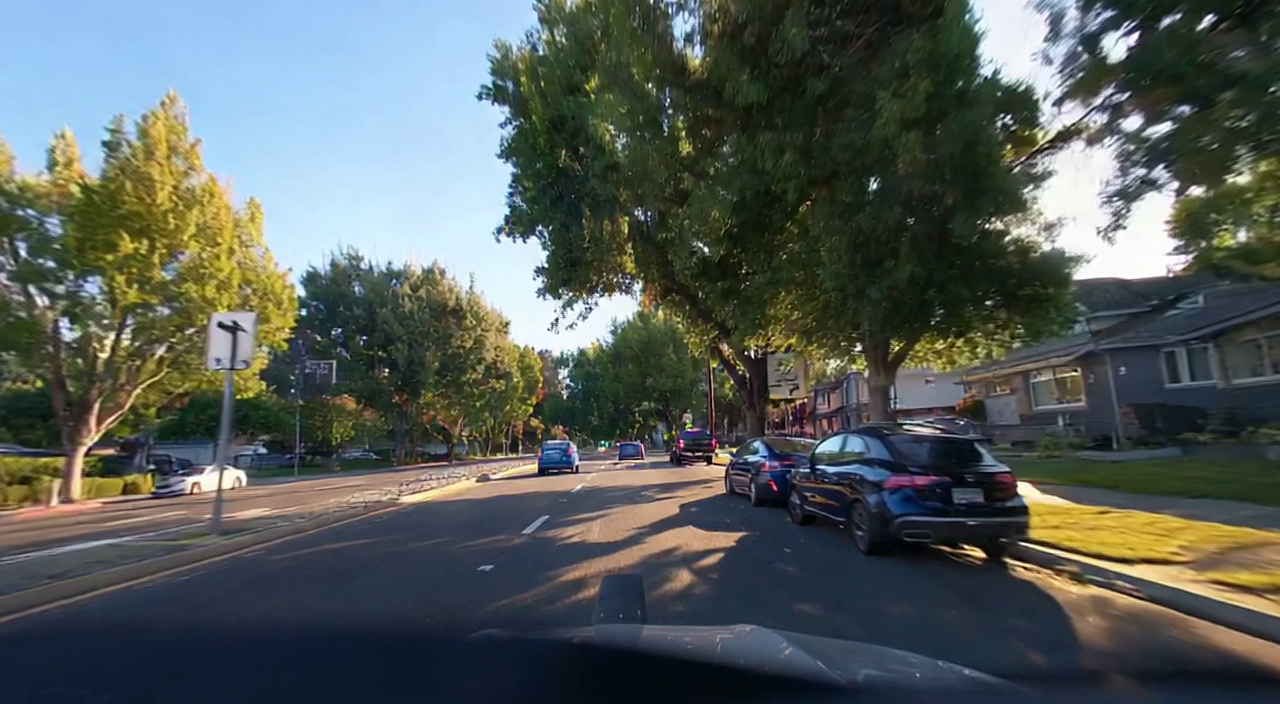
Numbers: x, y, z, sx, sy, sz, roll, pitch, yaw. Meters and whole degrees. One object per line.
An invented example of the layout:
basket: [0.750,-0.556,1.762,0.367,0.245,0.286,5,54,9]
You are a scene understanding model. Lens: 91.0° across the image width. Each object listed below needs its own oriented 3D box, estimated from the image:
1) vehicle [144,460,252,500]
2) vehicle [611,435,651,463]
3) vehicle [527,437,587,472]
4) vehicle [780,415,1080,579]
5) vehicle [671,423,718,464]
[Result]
vehicle: [-19.385,5.585,27.847,1.812,1.499,4.276,0,-8,-3]
vehicle: [-0.524,5.610,36.566,2.187,1.478,4.138,0,-8,-1]
vehicle: [-3.642,4.575,28.399,2.083,1.460,4.527,0,-8,0]
vehicle: [3.307,1.728,8.422,1.819,1.554,4.638,0,-8,0]
vehicle: [2.884,5.010,34.492,2.072,2.017,5.590,0,-8,0]
